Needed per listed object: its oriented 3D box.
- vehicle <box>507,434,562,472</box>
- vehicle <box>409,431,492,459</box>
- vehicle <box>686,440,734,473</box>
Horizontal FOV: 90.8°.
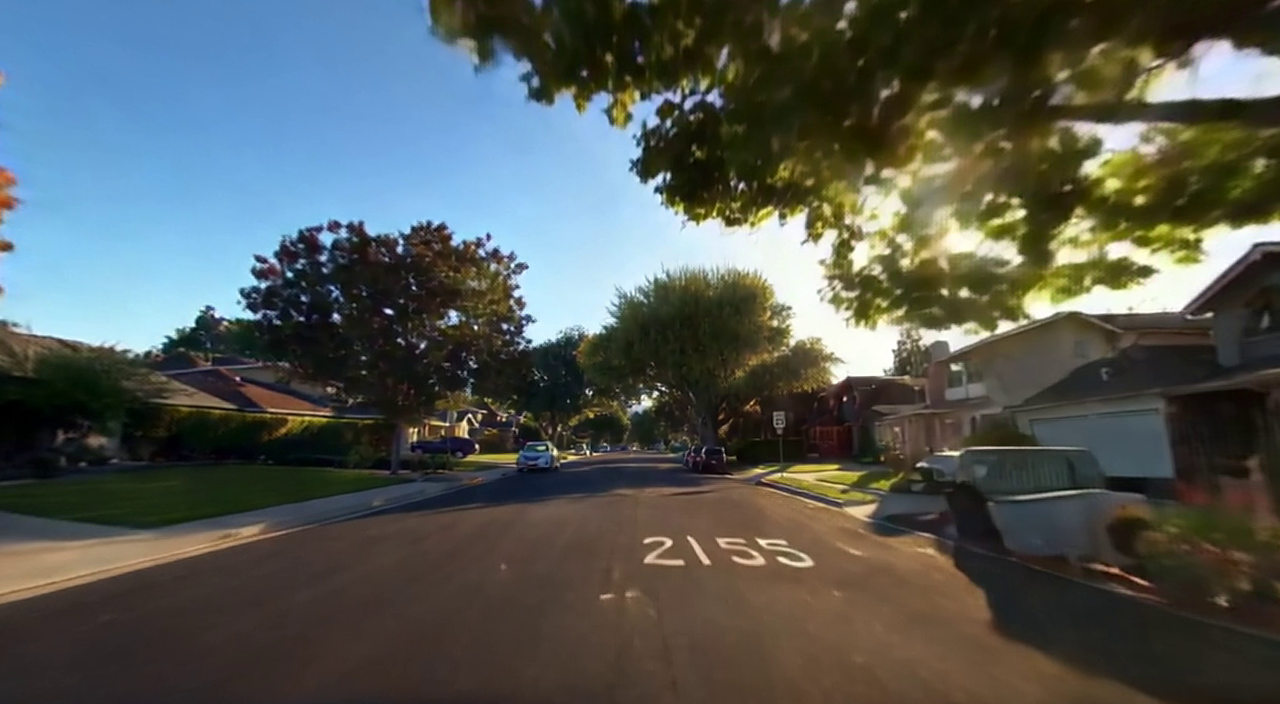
[{"bbox_3d":[-5.937,5.781,36.235,2.322,1.949,5.695,-1,-9,-1],"label":"vehicle"},{"bbox_3d":[-12.970,6.393,43.430,5.024,1.903,2.102,0,-9,1],"label":"vehicle"},{"bbox_3d":[3.845,5.844,35.432,2.033,1.730,4.554,0,-9,-2],"label":"vehicle"}]
